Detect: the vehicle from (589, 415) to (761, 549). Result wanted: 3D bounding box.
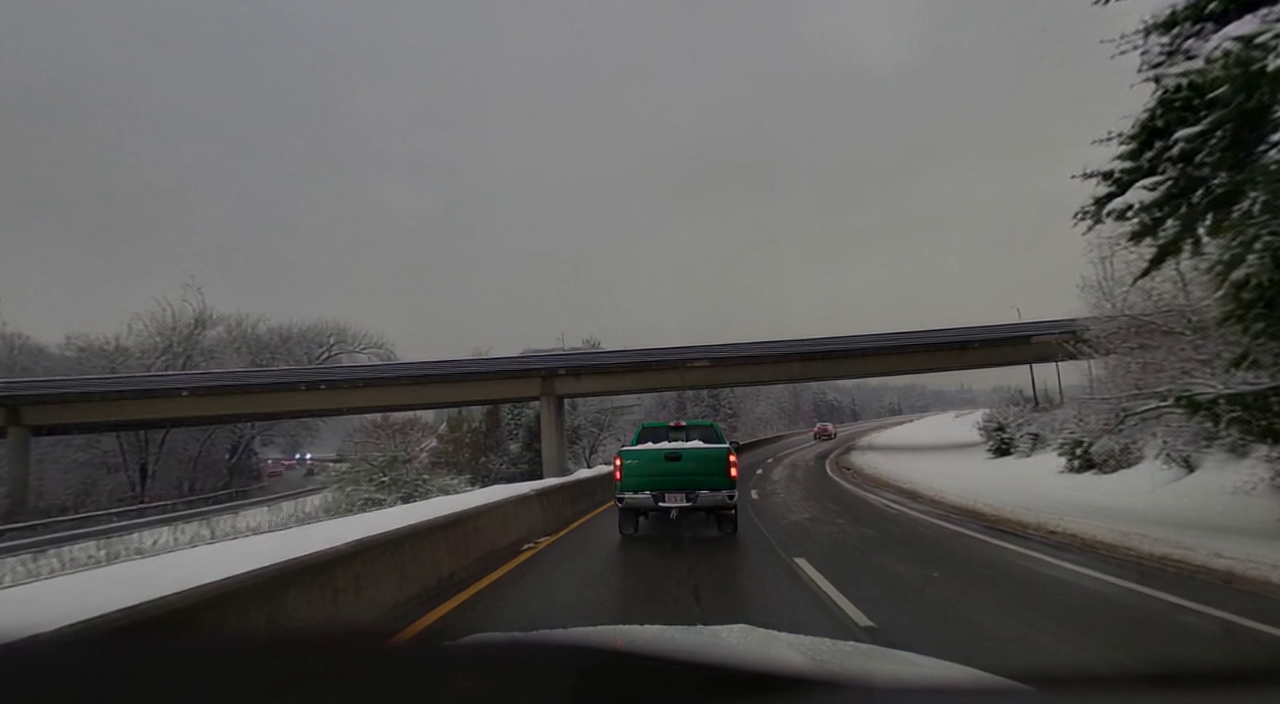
[{"bbox_3d":[0.645,2.019,10.469,2.235,1.716,4.435,-1,-9,5],"label":"vehicle"}]

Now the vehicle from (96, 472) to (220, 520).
[{"bbox_3d":[-18.681,5.550,24.695,1.965,1.464,4.514,0,-9,-11],"label":"vehicle"}]
